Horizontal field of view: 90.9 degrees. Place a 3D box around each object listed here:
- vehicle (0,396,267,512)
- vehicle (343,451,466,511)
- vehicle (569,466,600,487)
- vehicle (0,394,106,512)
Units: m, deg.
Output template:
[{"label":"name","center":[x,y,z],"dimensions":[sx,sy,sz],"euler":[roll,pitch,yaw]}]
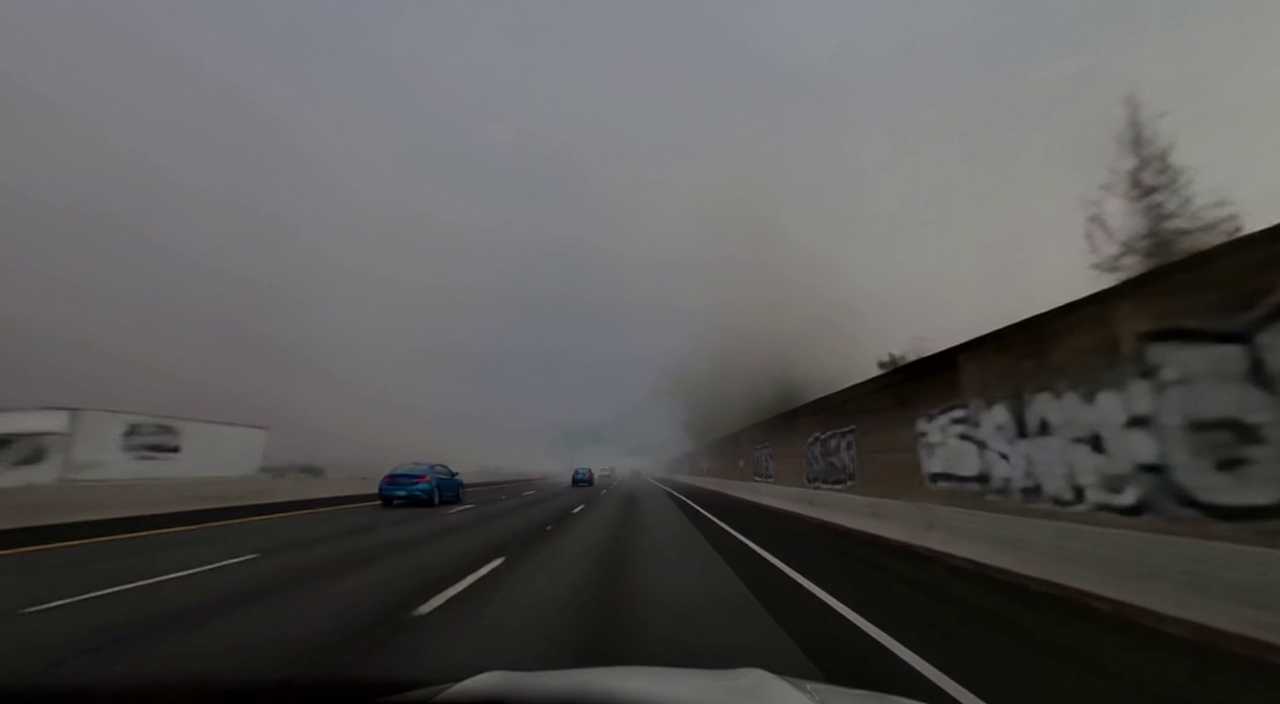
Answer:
[{"label":"vehicle","center":[-23.024,4.811,28.971],"dimensions":[3.153,4.011,14.034],"euler":[1,-10,0]},{"label":"vehicle","center":[-7.185,4.012,19.842],"dimensions":[2.124,1.630,4.416],"euler":[1,-10,0]},{"label":"vehicle","center":[-4.026,9.129,46.395],"dimensions":[1.941,1.437,3.829],"euler":[1,-10,0]},{"label":"vehicle","center":[-22.884,3.530,21.966],"dimensions":[2.973,3.888,5.915],"euler":[1,-10,0]}]
